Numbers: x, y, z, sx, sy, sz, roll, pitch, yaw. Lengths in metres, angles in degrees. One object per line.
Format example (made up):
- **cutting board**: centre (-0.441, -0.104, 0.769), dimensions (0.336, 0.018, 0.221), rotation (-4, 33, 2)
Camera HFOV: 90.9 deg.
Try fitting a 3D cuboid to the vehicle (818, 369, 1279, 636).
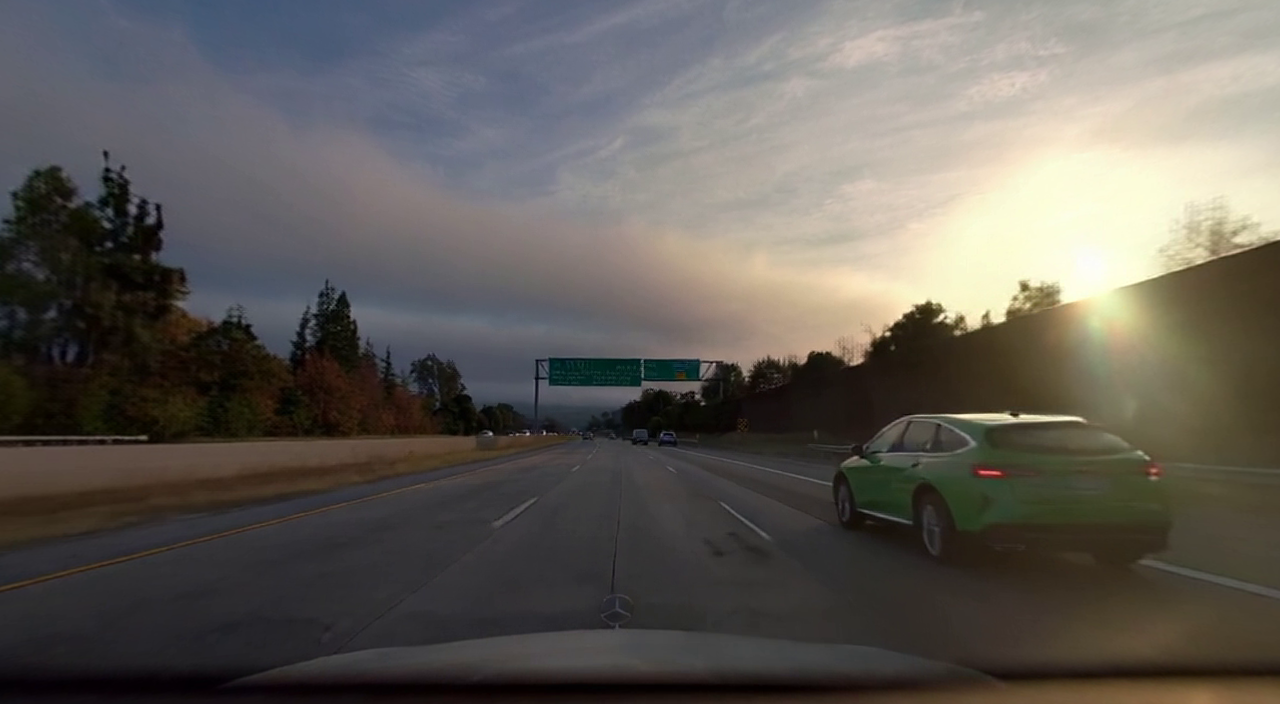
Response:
- **vehicle**: centre (3.459, 1.229, 6.133), dimensions (2.107, 1.642, 4.331), rotation (0, -8, -1)
